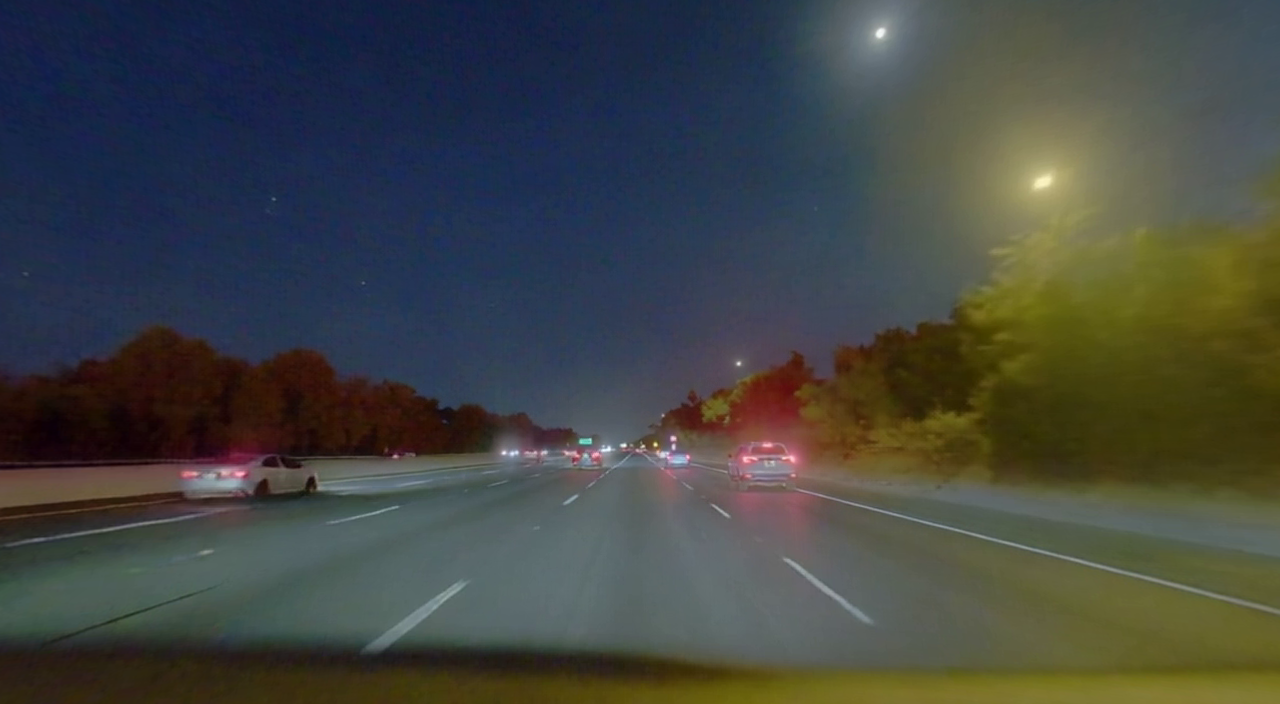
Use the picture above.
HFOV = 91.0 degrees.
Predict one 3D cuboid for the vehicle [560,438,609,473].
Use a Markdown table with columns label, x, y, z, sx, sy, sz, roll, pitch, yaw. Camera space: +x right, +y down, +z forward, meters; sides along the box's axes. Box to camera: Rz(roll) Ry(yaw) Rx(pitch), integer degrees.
| label | x | y | z | sx | sy | sz | roll | pitch | yaw |
| --- | --- | --- | --- | --- | --- | --- | --- | --- | --- |
| vehicle | -3.218 | 6.218 | 37.908 | 2.449 | 1.929 | 5.503 | 0 | -9 | 0 |

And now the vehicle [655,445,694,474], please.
| label | x | y | z | sx | sy | sz | roll | pitch | yaw |
| --- | --- | --- | --- | --- | --- | --- | --- | --- | --- |
| vehicle | 1.945 | 6.218 | 36.665 | 2.126 | 1.529 | 4.438 | 0 | -9 | 1 |

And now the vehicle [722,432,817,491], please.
| label | x | y | z | sx | sy | sz | roll | pitch | yaw |
| --- | --- | --- | --- | --- | --- | --- | --- | --- | --- |
| vehicle | 4.242 | 3.697 | 21.564 | 2.218 | 1.776 | 4.807 | 0 | -9 | 0 |

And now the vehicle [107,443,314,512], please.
| label | x | y | z | sx | sy | sz | roll | pitch | yaw |
| --- | --- | --- | --- | --- | --- | --- | --- | --- | --- |
| vehicle | -10.611 | 3.098 | 16.128 | 1.974 | 1.472 | 4.684 | 0 | -9 | 0 |
